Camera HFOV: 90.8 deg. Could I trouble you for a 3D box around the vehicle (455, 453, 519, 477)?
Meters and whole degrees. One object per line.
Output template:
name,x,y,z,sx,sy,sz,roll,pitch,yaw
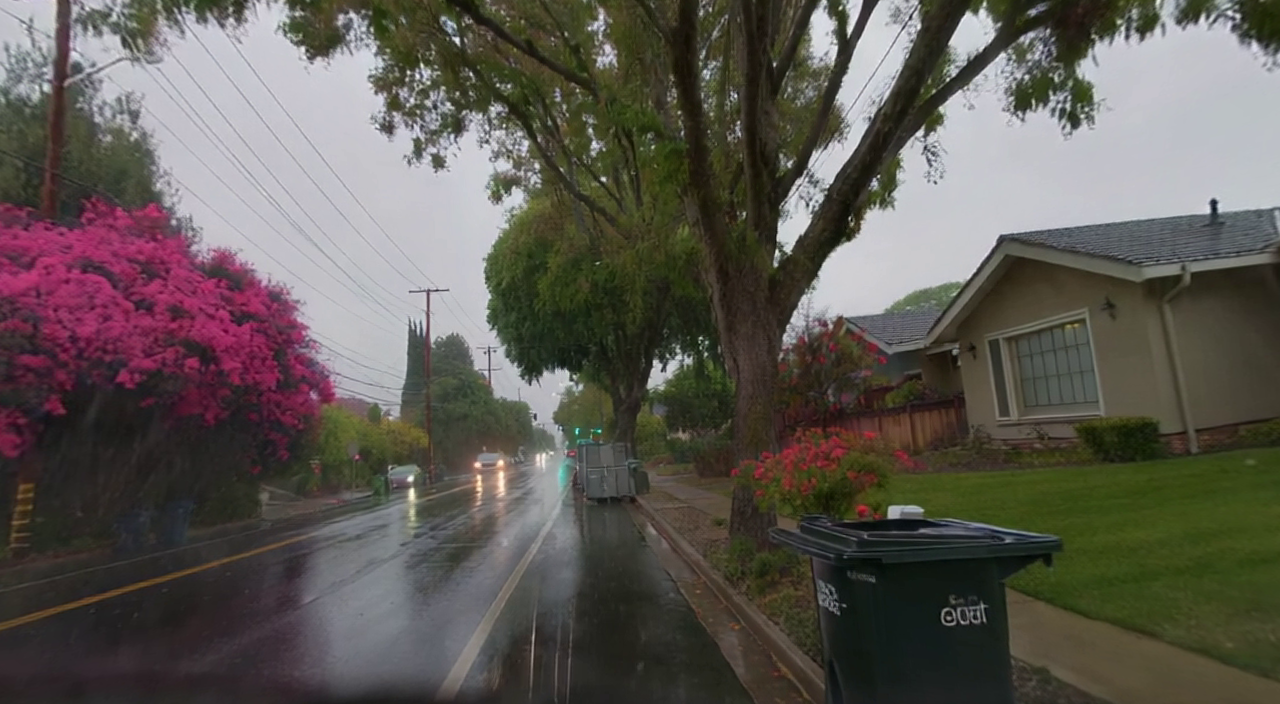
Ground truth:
vehicle,-11.767,8.694,48.547,4.723,1.679,2.218,-8,-11,36

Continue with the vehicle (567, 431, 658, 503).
vehicle,-0.808,3.082,17.382,2.190,1.708,4.115,0,-8,-4

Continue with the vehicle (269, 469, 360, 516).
vehicle,-13.746,5.921,26.989,1.982,1.660,4.142,1,-8,-6
